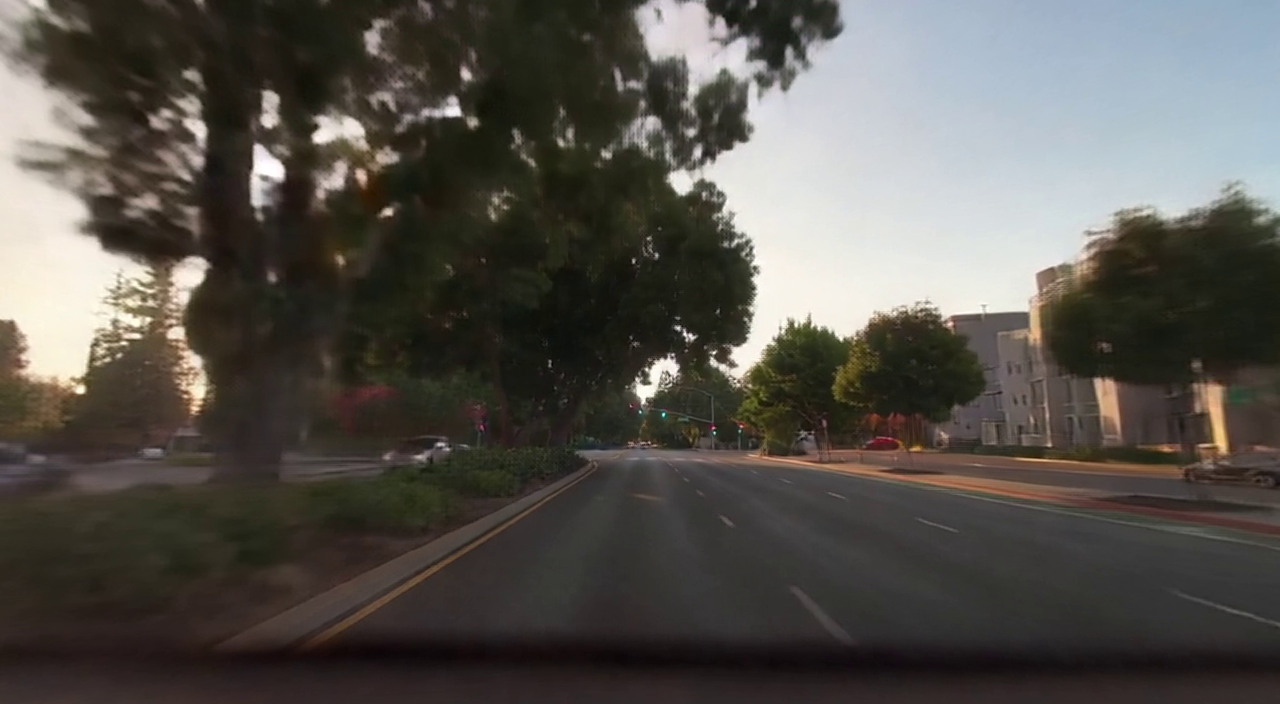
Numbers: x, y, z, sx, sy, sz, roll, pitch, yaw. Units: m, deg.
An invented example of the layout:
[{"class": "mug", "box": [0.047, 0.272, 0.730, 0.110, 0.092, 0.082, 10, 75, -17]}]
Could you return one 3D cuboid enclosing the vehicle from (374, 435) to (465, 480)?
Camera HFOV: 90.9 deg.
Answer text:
[{"class": "vehicle", "box": [-8.246, 3.986, 24.044, 1.936, 1.525, 4.214, 0, -8, 0]}]
